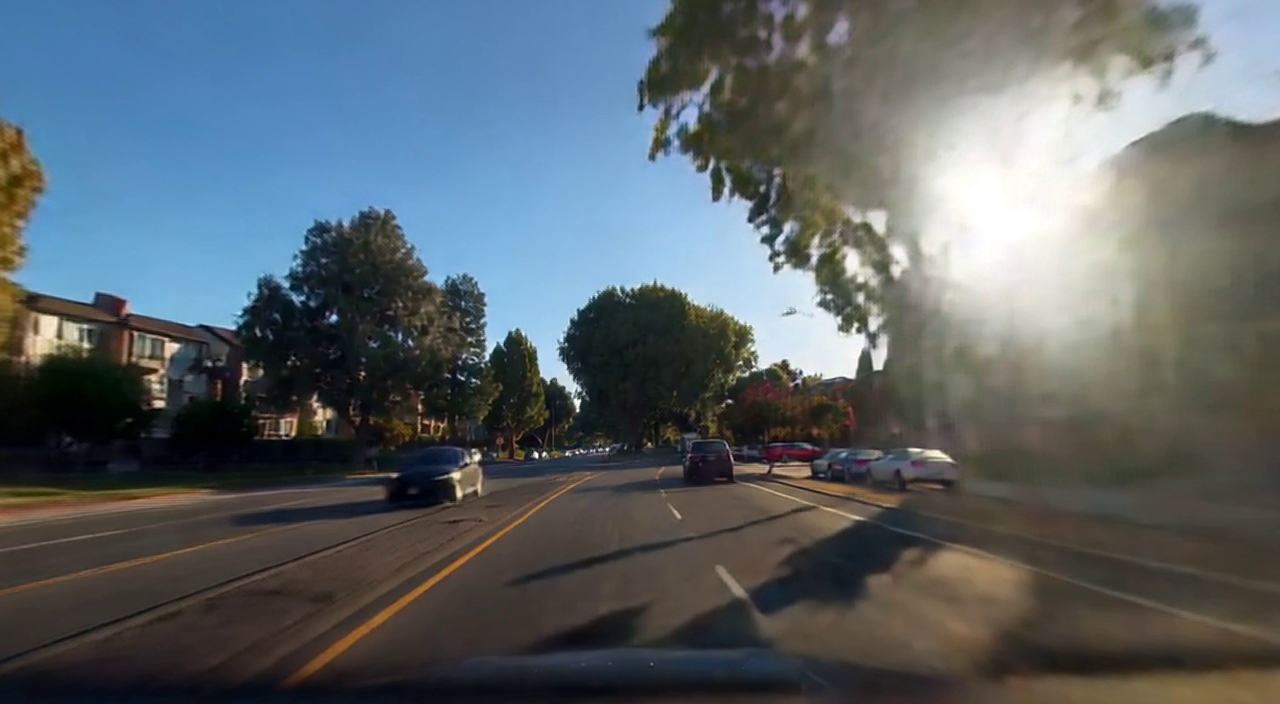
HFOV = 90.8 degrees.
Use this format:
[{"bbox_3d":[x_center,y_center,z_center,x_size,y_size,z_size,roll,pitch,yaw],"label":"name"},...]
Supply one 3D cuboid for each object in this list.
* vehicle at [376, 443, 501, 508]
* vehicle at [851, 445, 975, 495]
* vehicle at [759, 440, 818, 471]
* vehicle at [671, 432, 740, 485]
[{"bbox_3d":[-5.215,3.218,17.025,1.958,1.501,4.294,0,-8,0],"label":"vehicle"},{"bbox_3d":[8.963,3.877,21.301,1.996,1.474,4.771,0,-8,-1],"label":"vehicle"},{"bbox_3d":[9.140,6.255,38.560,2.187,1.752,4.300,-5,-10,31],"label":"vehicle"},{"bbox_3d":[2.358,3.982,23.911,2.085,1.763,4.490,0,-8,-1],"label":"vehicle"}]
